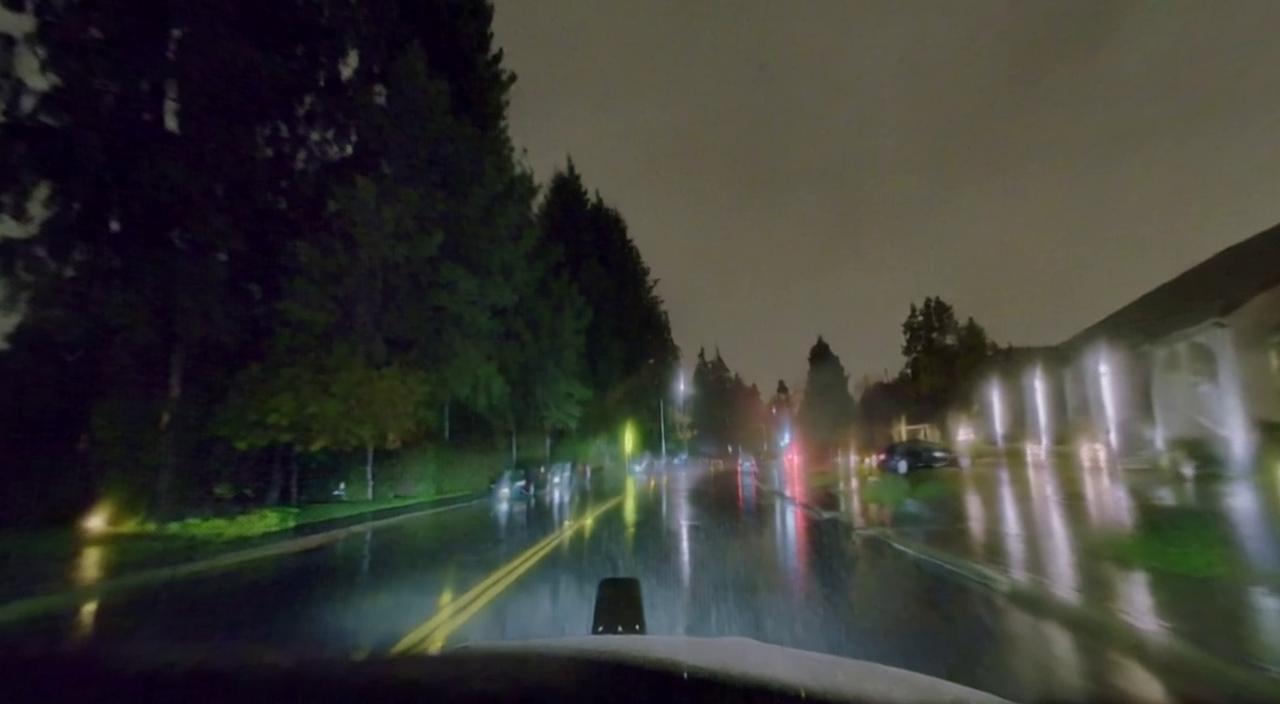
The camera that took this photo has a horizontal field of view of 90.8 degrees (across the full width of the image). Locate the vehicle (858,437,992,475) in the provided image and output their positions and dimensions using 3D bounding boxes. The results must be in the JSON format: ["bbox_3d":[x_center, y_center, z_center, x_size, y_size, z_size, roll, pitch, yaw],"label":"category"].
[{"bbox_3d":[12.071,4.448,27.007,4.744,1.507,1.953,-1,-9,3],"label":"vehicle"}]

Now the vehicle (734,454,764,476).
[{"bbox_3d":[7.767,8.022,45.006,1.972,1.460,4.137,-2,-9,10],"label":"vehicle"}]

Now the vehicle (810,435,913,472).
[{"bbox_3d":[12.020,5.558,34.624,5.009,1.906,2.046,-2,-9,12],"label":"vehicle"}]

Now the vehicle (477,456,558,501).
[{"bbox_3d":[-4.646,5.011,24.652,1.886,1.494,4.149,-2,-14,7],"label":"vehicle"}]

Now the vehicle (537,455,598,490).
[{"bbox_3d":[-3.548,6.129,31.817,1.972,1.536,4.347,-2,-14,8],"label":"vehicle"}]
